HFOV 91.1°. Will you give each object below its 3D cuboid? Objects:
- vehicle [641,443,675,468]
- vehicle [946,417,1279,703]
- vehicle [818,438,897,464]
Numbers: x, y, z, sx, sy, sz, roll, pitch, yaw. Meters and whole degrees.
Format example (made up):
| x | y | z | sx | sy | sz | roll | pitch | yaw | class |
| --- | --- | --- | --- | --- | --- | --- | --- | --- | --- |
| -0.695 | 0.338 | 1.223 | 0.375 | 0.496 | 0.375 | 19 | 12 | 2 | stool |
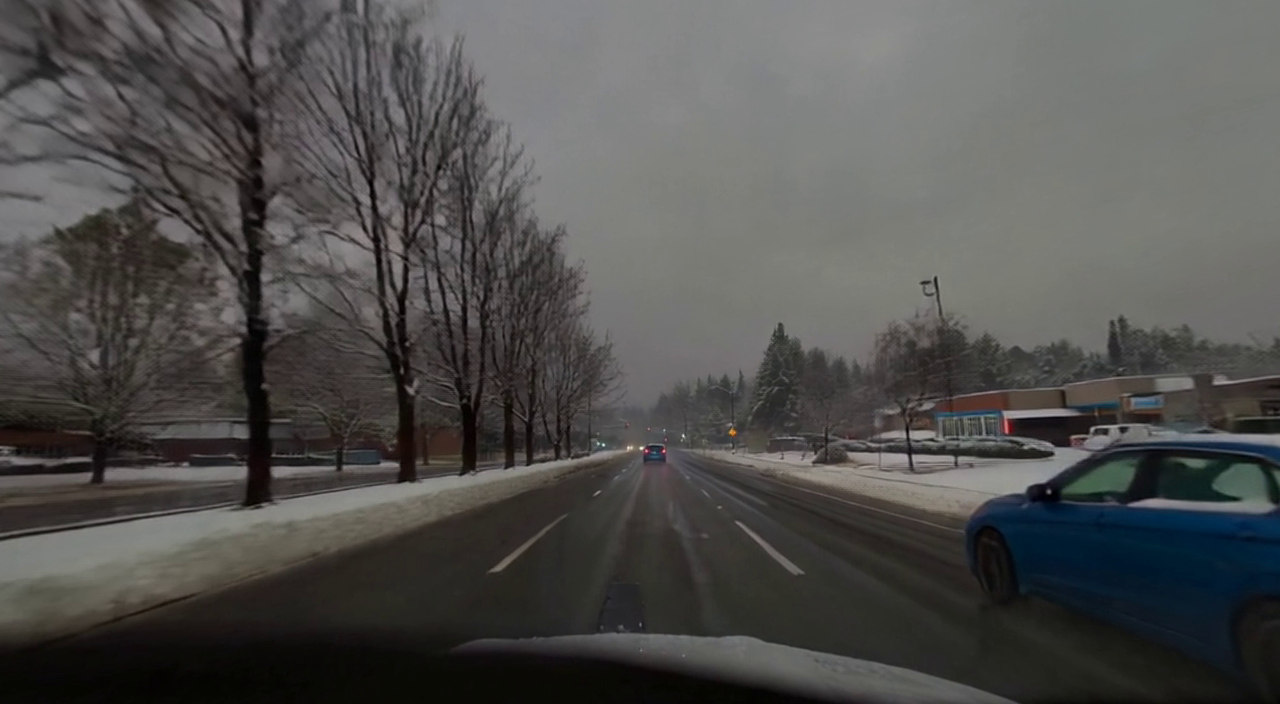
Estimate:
| x | y | z | sx | sy | sz | roll | pitch | yaw | class |
| --- | --- | --- | --- | --- | --- | --- | --- | --- | --- |
| 1.152 | 6.715 | 40.914 | 2.144 | 1.505 | 4.128 | 0 | -8 | 1 | vehicle |
| 4.151 | 1.210 | 4.040 | 2.053 | 1.482 | 4.568 | 0 | -8 | 0 | vehicle |
| 15.293 | 7.008 | 44.338 | 4.722 | 1.500 | 1.975 | -4 | -9 | 1 | vehicle |
